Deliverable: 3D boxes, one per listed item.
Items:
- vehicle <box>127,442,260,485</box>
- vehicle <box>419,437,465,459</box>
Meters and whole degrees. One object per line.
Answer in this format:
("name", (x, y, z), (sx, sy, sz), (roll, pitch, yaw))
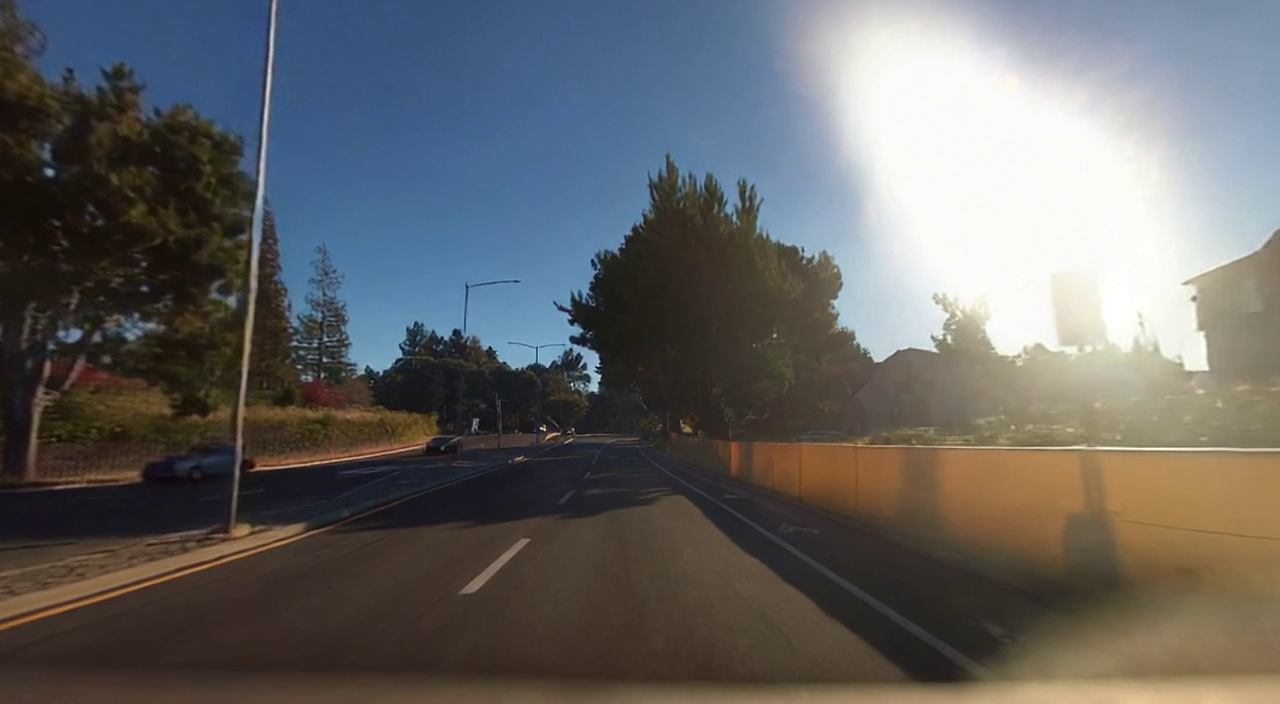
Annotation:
("vehicle", (-17.559, 4.402, 25.204), (1.892, 1.521, 4.641), (0, -9, 0))
("vehicle", (-14.683, 7.171, 47.188), (1.969, 1.563, 4.648), (0, -9, -1))
